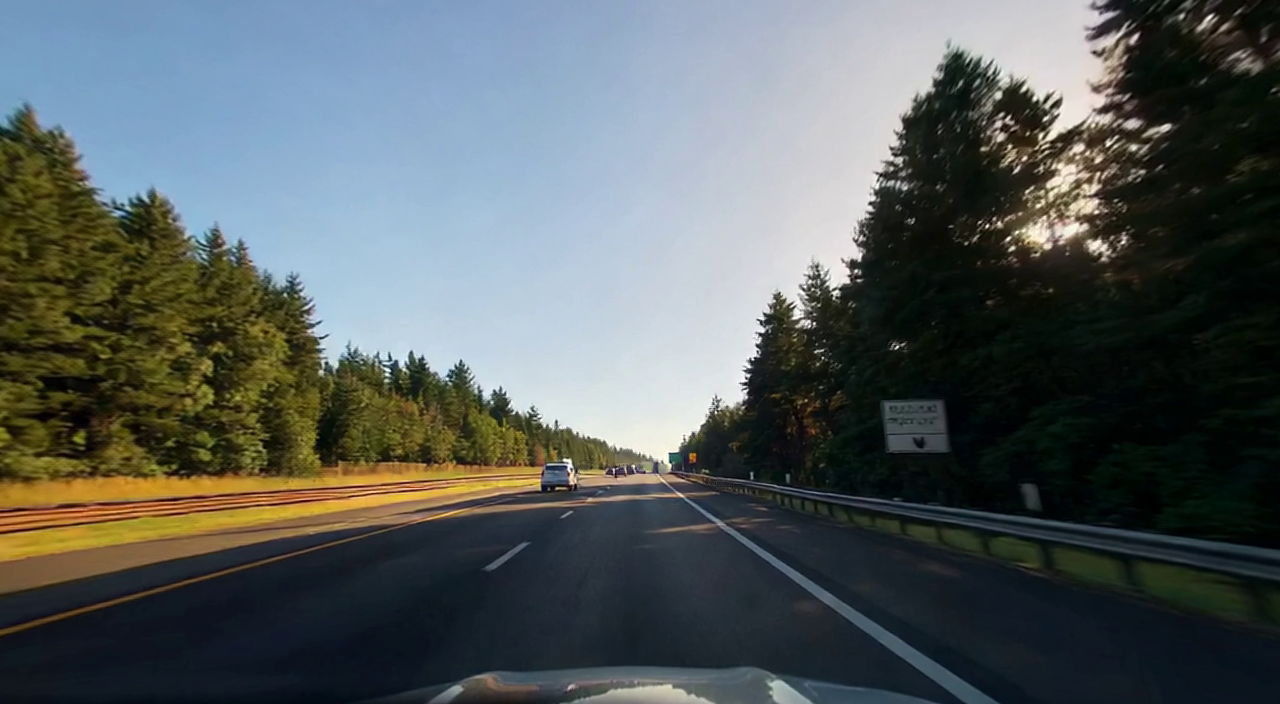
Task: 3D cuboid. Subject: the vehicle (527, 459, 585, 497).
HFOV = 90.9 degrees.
[{"bbox_3d":[-3.874,5.961,29.918,2.180,1.618,4.219,1,-10,0],"label":"vehicle"}]
